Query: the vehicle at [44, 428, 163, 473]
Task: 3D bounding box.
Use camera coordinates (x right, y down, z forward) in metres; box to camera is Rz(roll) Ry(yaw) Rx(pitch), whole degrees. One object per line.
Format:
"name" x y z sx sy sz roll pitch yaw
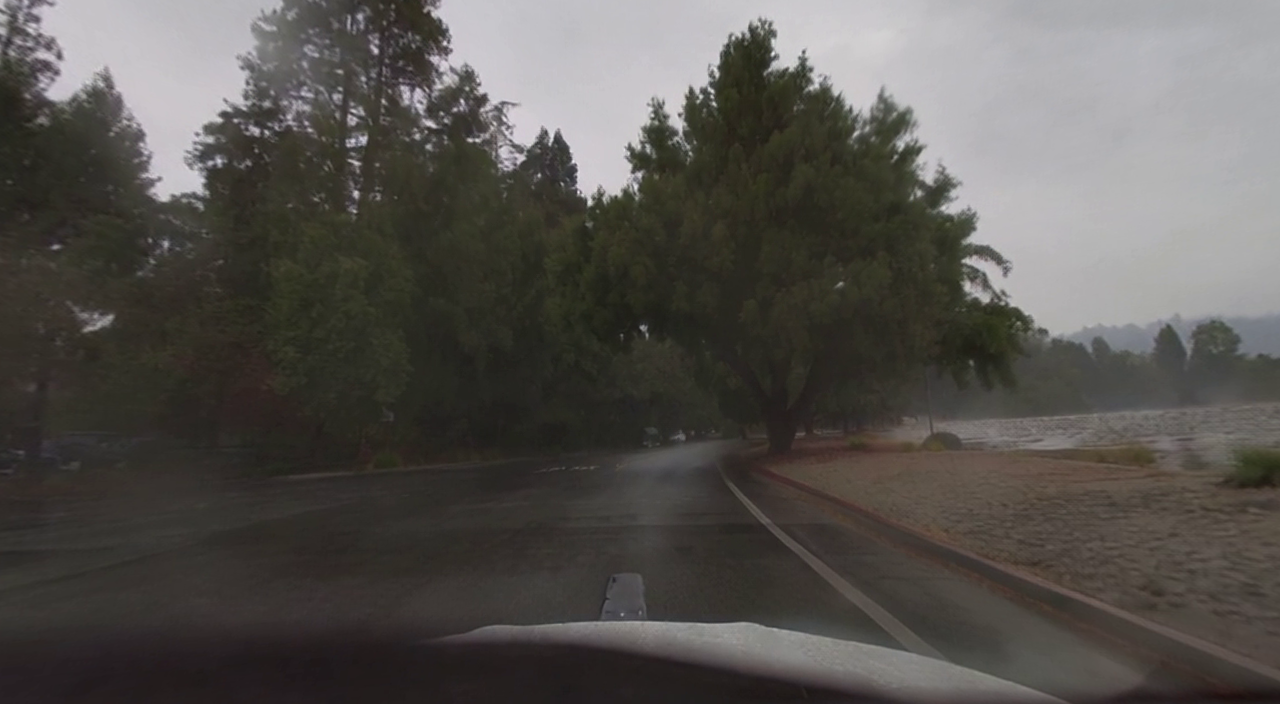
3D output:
"vehicle" -28.285 5.188 33.376 4.733 1.892 1.939 -4 -4 2

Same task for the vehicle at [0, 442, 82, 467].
"vehicle" -39.628 6.724 41.510 4.258 1.584 1.843 -1 -9 5
